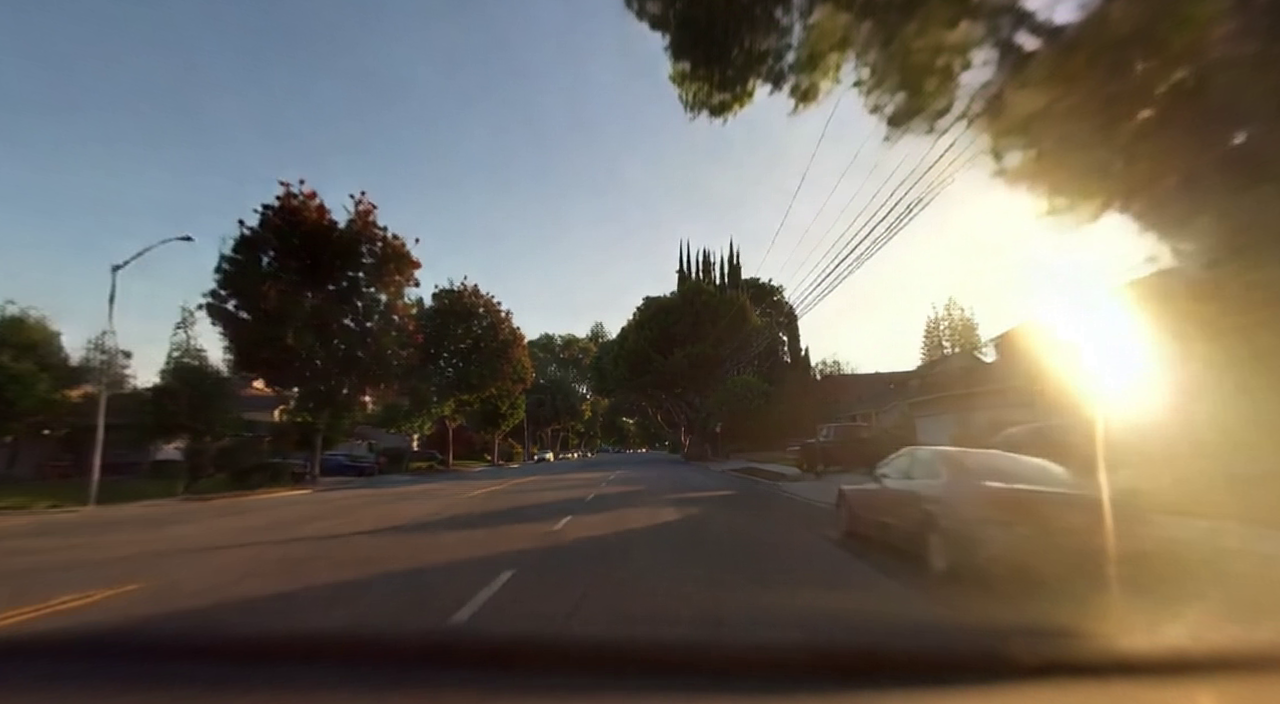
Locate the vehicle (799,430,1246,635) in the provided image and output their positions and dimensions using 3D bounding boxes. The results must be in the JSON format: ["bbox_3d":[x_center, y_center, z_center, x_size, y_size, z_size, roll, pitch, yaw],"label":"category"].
[{"bbox_3d":[3.517,1.722,7.282,2.037,1.518,4.904,0,-8,-1],"label":"vehicle"}]

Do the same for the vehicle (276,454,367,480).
[{"bbox_3d":[-18.736,6.747,37.285,4.450,1.409,1.990,6,-10,-36],"label":"vehicle"}]
